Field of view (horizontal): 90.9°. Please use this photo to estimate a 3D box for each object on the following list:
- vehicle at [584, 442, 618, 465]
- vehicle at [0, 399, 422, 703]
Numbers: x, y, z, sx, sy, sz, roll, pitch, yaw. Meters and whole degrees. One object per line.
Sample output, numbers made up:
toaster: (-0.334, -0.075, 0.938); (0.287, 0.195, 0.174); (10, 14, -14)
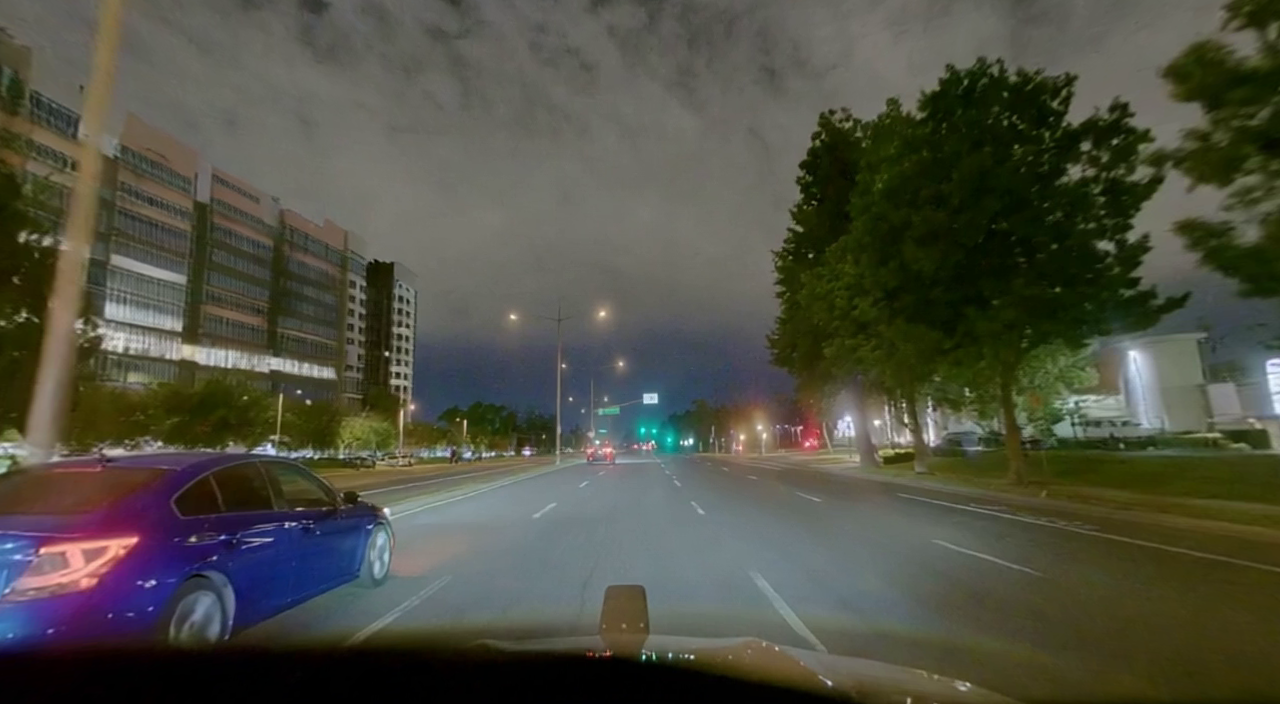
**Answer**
vehicle: (-2.899, 7.738, 48.151); (2.197, 1.486, 4.654); (-4, -8, 0)
vehicle: (-3.398, 1.309, 4.500); (2.009, 1.489, 4.543); (-4, -8, 1)
